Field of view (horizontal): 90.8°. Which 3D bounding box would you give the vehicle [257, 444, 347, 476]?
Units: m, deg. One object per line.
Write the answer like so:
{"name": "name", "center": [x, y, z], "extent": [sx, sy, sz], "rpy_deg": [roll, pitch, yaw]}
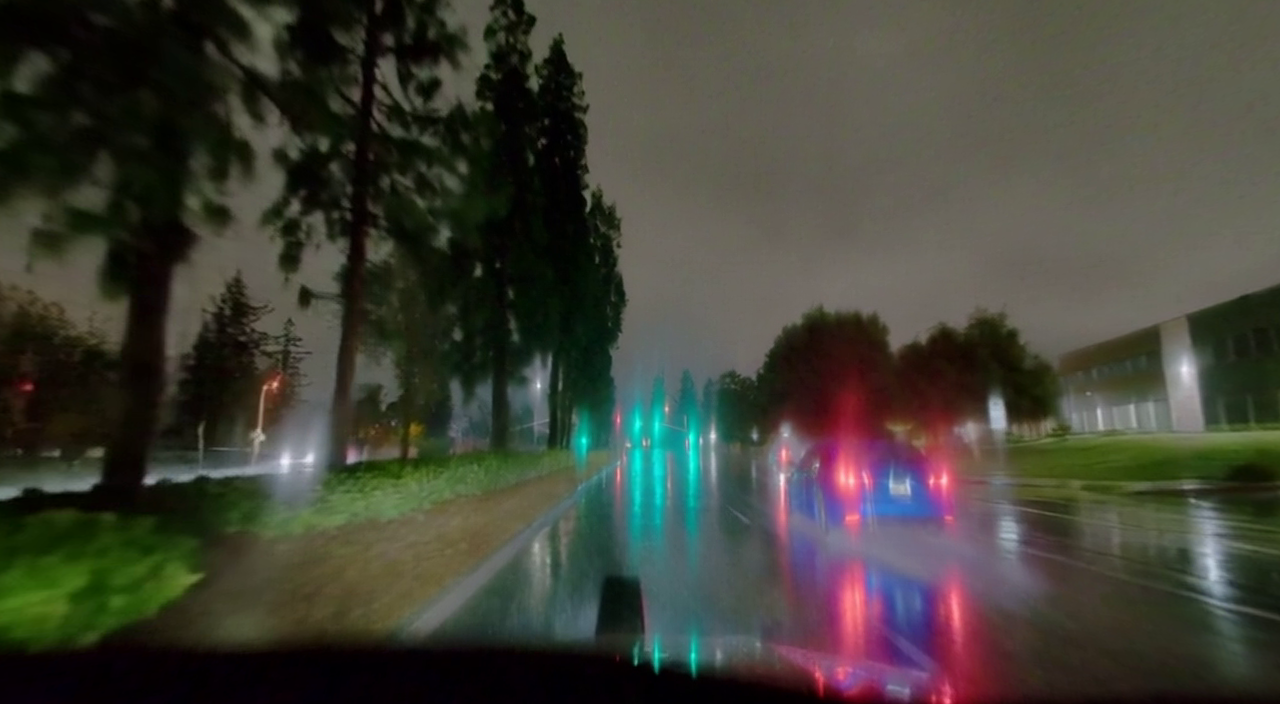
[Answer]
{"name": "vehicle", "center": [-16.912, 5.403, 31.906], "extent": [1.921, 1.466, 4.804], "rpy_deg": [0, -8, 0]}

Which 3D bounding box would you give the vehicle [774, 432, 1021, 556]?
{"name": "vehicle", "center": [3.565, 2.019, 9.795], "extent": [1.950, 1.473, 4.259], "rpy_deg": [0, -8, -1]}
